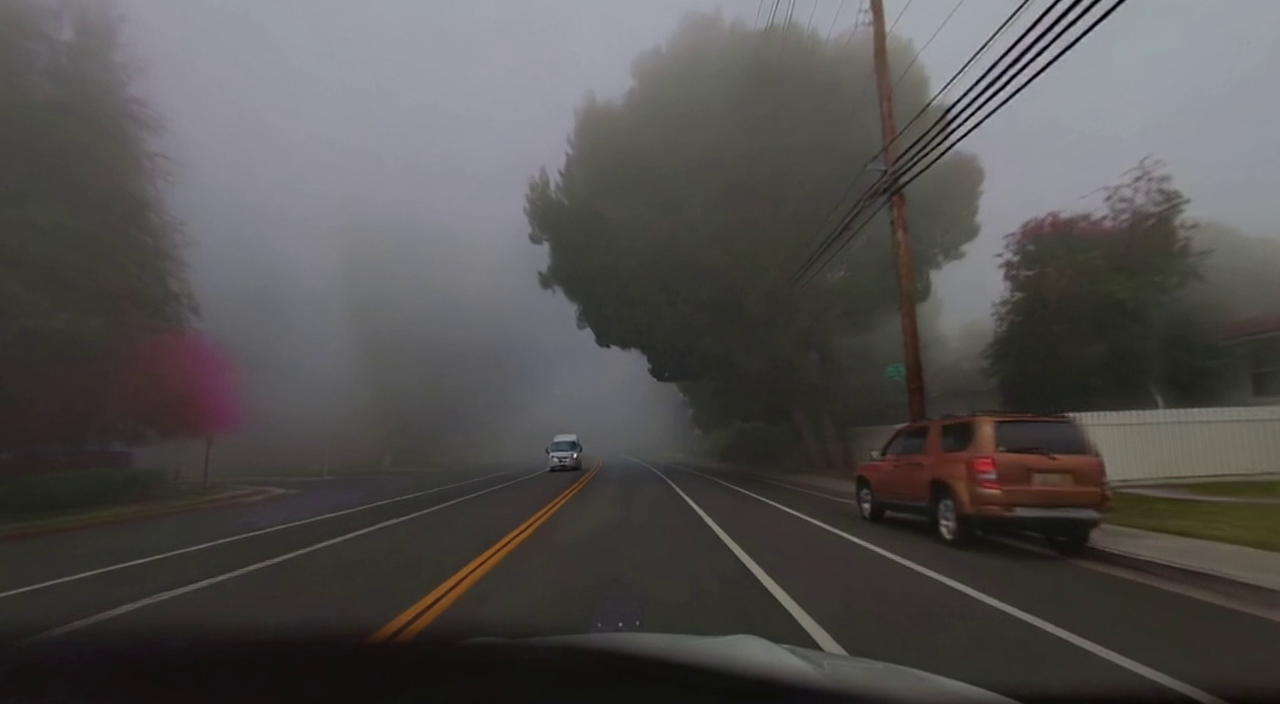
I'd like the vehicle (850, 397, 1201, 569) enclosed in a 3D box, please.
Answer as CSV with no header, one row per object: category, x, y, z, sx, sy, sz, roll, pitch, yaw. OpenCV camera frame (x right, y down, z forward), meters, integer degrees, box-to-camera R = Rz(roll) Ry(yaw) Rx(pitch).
vehicle,5.433,1.944,10.212,2.238,1.995,5.491,0,-9,1

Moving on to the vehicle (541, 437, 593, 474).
vehicle,-3.964,5.791,35.421,2.357,1.893,5.084,0,-9,0
